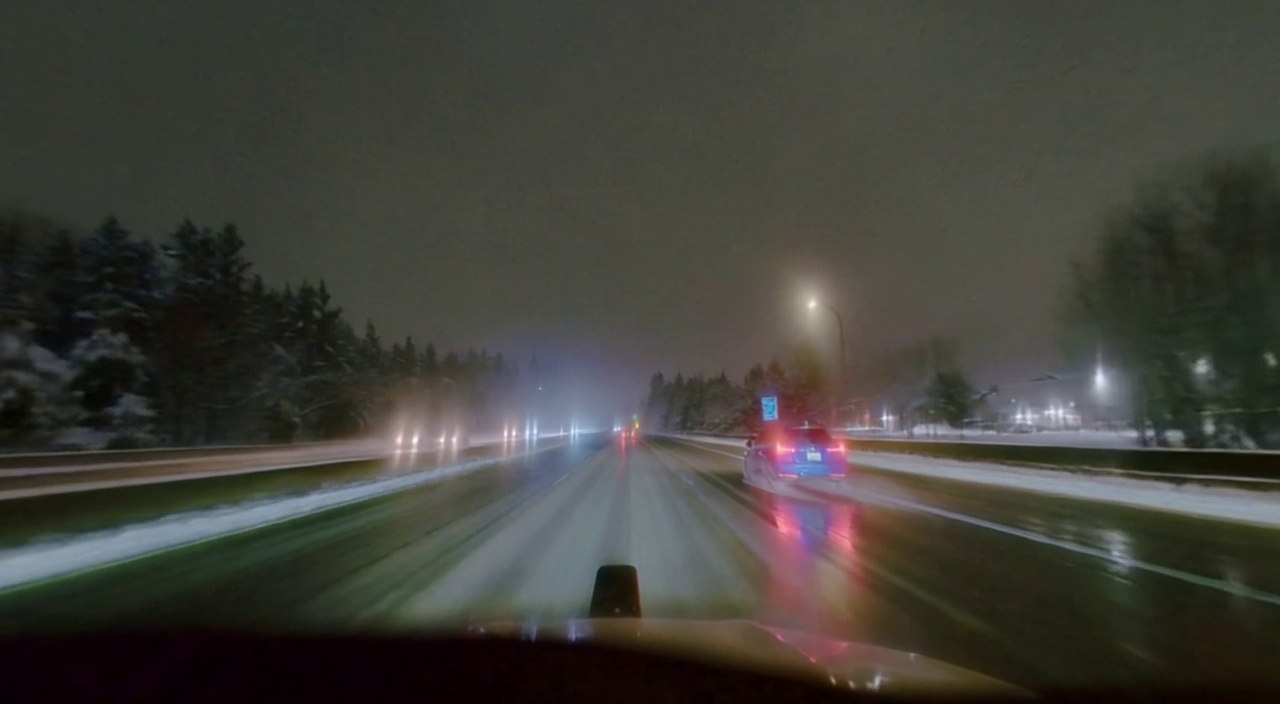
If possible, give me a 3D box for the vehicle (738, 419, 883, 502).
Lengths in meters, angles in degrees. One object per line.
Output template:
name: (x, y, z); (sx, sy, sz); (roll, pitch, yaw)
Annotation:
vehicle: (3.554, 2.328, 13.969); (1.973, 1.563, 3.959); (0, -8, -2)
